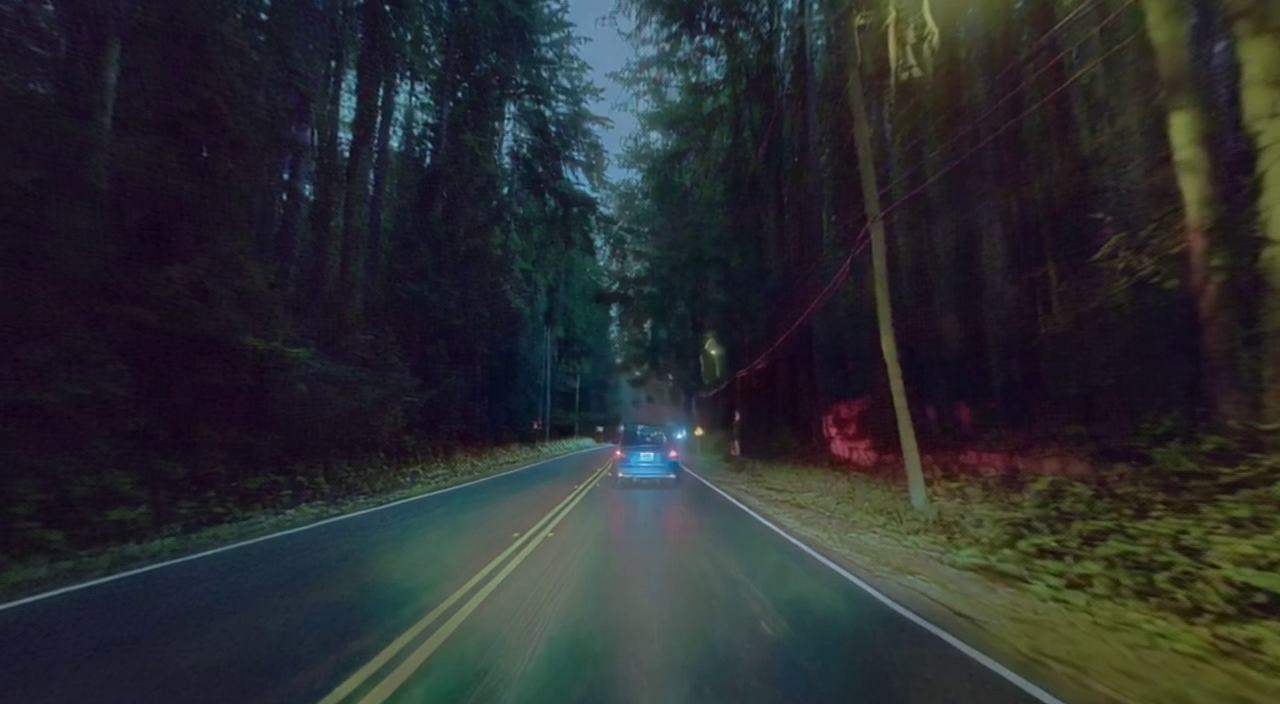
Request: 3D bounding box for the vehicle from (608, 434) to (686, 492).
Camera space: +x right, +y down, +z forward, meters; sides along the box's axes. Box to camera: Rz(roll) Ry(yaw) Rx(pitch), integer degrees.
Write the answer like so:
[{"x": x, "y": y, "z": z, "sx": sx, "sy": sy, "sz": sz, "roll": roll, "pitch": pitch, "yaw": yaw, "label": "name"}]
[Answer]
[{"x": 0.172, "y": 3.237, "z": 18.689, "sx": 2.081, "sy": 1.503, "sz": 3.726, "roll": 0, "pitch": -8, "yaw": -1, "label": "vehicle"}]
